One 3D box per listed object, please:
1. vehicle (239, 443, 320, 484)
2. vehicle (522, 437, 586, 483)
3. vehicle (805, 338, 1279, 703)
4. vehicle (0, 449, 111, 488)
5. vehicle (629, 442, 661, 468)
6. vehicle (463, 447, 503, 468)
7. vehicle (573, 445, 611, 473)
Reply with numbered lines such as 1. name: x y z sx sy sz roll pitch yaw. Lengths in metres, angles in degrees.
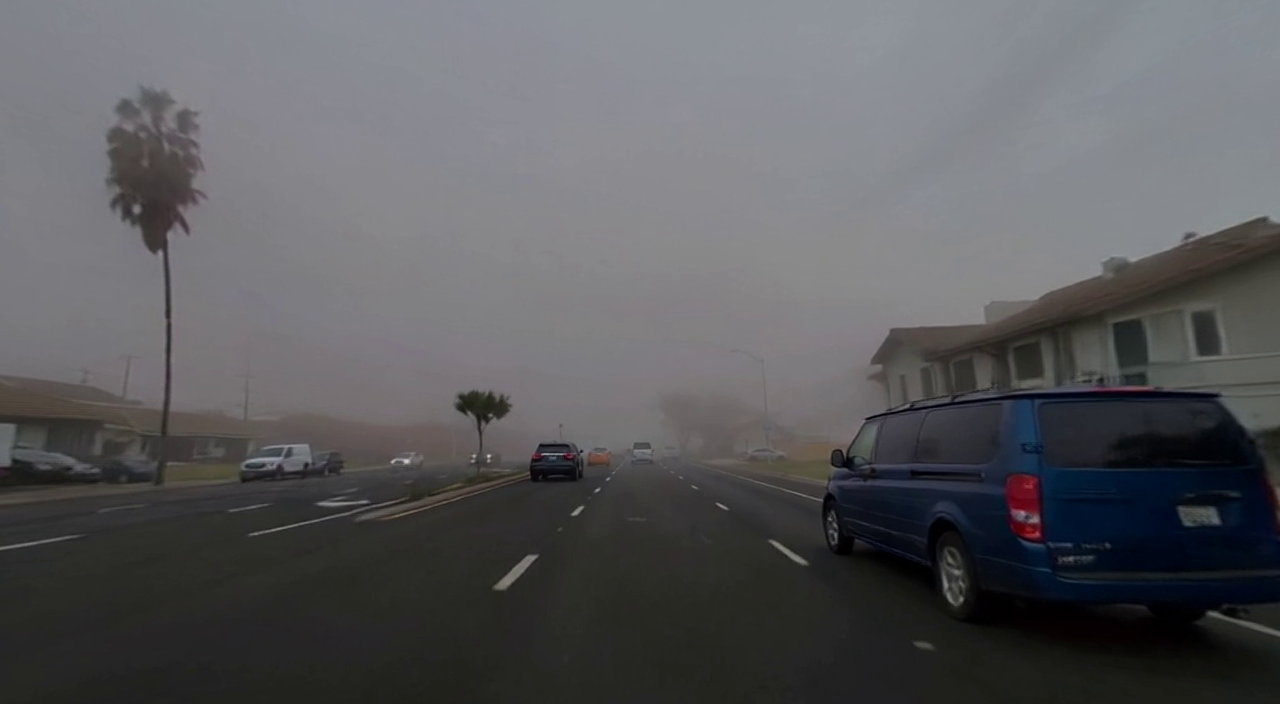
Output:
1. vehicle: -21.429 6.602 37.853 1.931 2.187 5.001 -1 -8 0
2. vehicle: -3.388 4.362 25.711 1.967 1.703 4.157 0 -9 1
3. vehicle: 3.309 1.231 5.731 2.234 1.912 4.847 0 -9 -1
4. vehicle: -29.554 5.794 31.615 4.268 1.758 2.120 -1 -7 1
5. vehicle: 0.280 7.310 45.132 2.191 1.761 3.857 0 -9 -1
6. vehicle: -11.835 7.983 47.873 1.857 1.473 4.298 0 -9 0
7. vehicle: -2.697 6.125 36.411 1.869 1.454 4.142 0 -9 0
